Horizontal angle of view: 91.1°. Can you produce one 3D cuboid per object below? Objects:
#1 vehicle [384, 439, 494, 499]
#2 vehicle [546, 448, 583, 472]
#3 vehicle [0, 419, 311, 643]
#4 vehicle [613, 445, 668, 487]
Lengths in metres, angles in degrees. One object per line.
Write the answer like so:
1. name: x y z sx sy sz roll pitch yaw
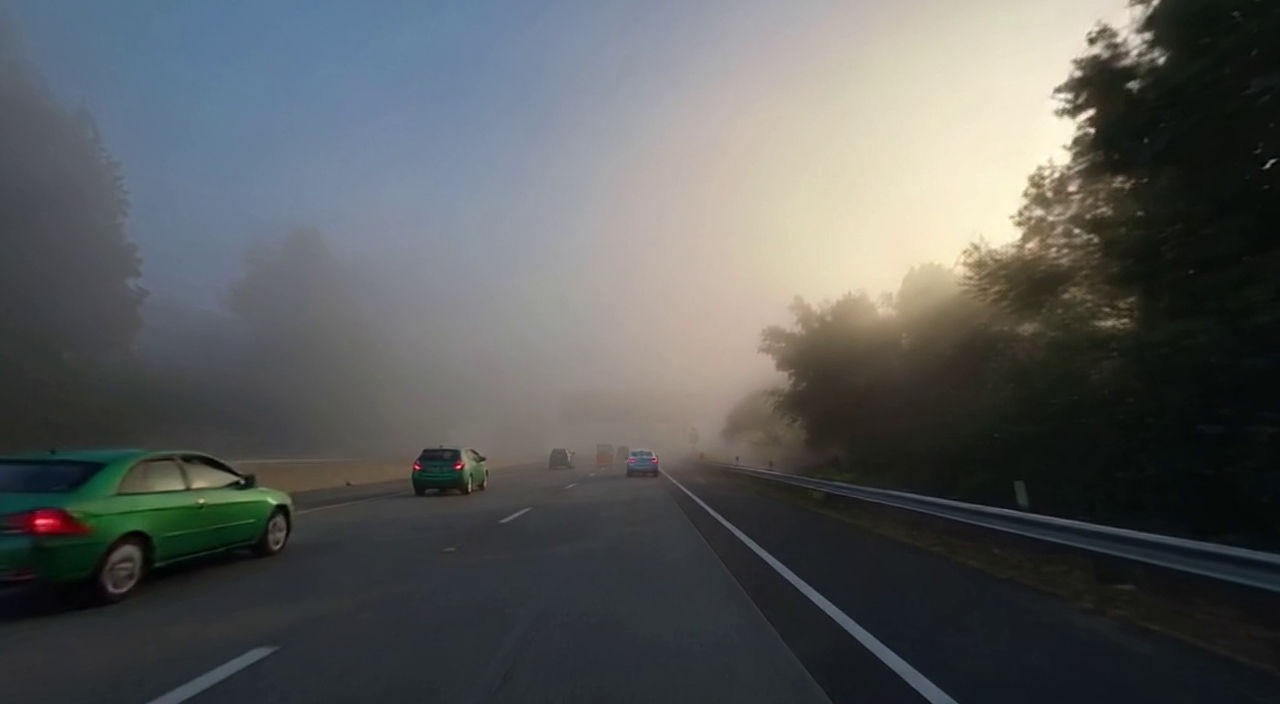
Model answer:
1. vehicle: -6.003 3.535 19.362 2.058 1.626 4.118 0 -9 0
2. vehicle: -4.906 7.045 41.365 1.892 1.481 4.180 0 -9 1
3. vehicle: -5.431 1.535 6.303 2.043 1.534 4.032 0 -9 0
4. vehicle: -0.001 4.346 24.231 1.940 1.451 3.512 0 -9 -1
